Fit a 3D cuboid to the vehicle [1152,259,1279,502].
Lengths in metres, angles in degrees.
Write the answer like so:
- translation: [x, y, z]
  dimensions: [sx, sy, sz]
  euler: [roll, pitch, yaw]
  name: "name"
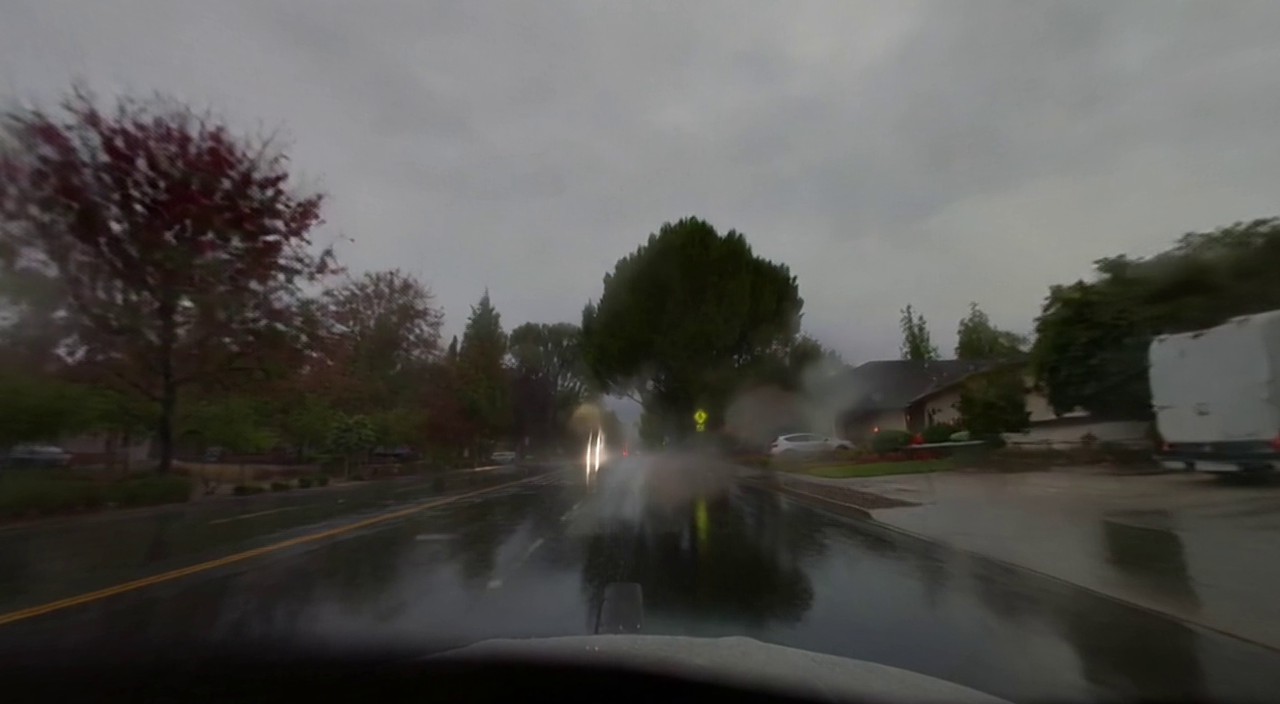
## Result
- translation: [17.548, 0.417, 12.198]
  dimensions: [12.151, 4.157, 3.709]
  euler: [-1, -15, -6]
  name: "vehicle"
